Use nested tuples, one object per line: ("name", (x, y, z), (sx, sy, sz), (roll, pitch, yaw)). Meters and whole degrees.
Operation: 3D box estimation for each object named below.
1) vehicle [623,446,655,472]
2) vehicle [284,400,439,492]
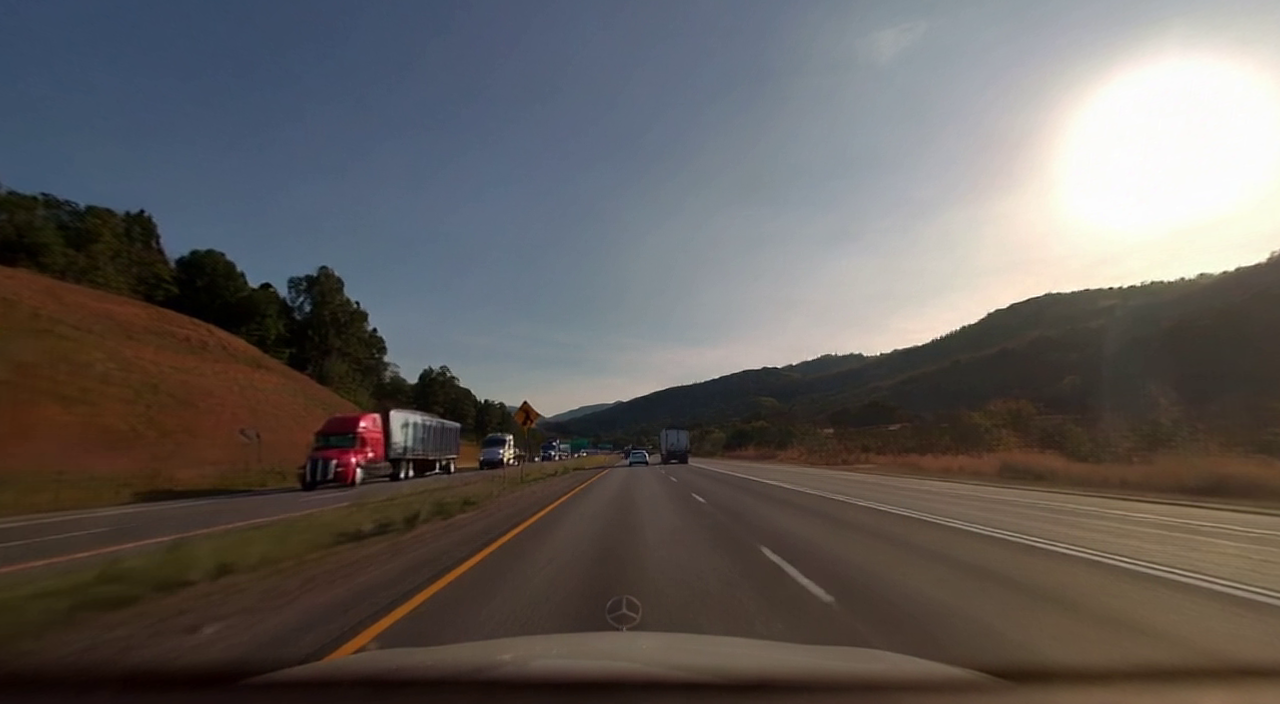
("vehicle", (-0.090, 7.459, 44.275), (2.137, 1.689, 4.051), (0, -9, 0))
("vehicle", (-13.190, 4.695, 31.447), (2.919, 3.755, 10.586), (0, -9, 0))
